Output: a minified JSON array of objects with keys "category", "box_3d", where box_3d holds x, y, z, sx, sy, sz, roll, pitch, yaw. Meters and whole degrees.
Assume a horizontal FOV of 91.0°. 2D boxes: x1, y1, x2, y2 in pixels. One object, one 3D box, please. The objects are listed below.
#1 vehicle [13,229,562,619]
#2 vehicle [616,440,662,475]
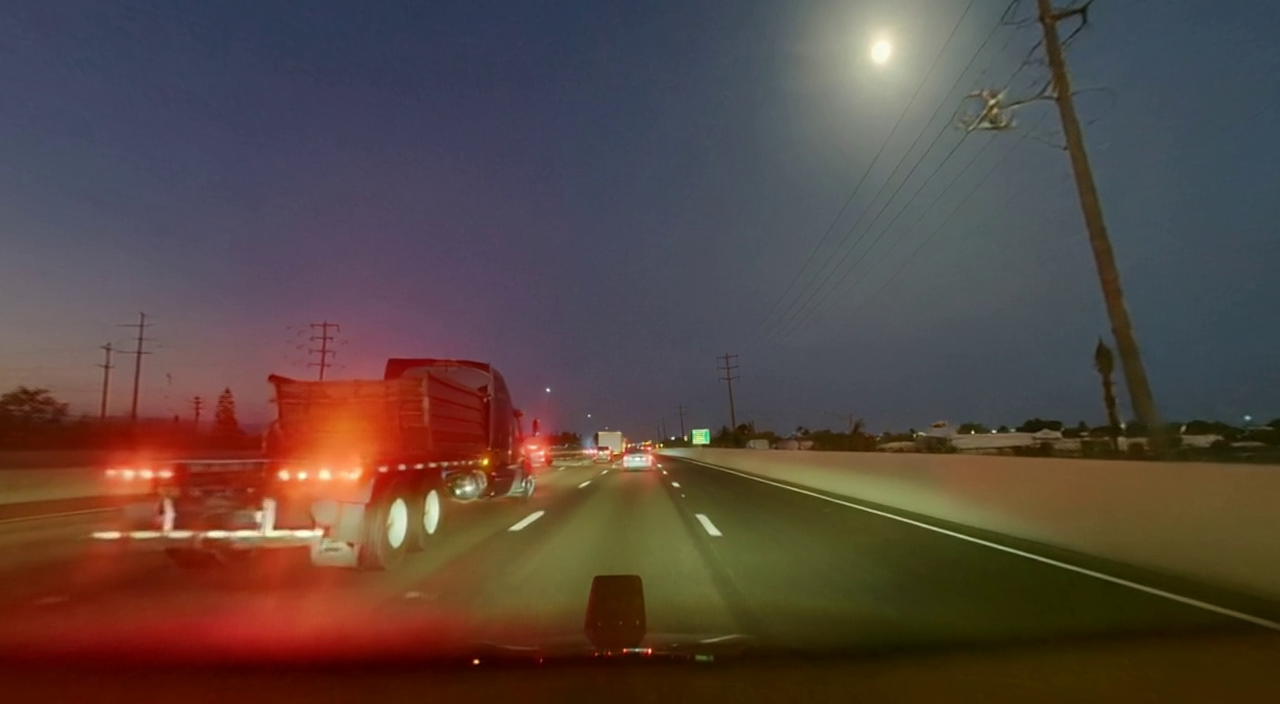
[{"category":"vehicle","box_3d":[-3.453,1.220,9.814,3.023,3.246,9.102,-1,-9,2]},{"category":"vehicle","box_3d":[-0.049,5.308,31.851,2.178,1.640,4.071,0,-9,0]}]
